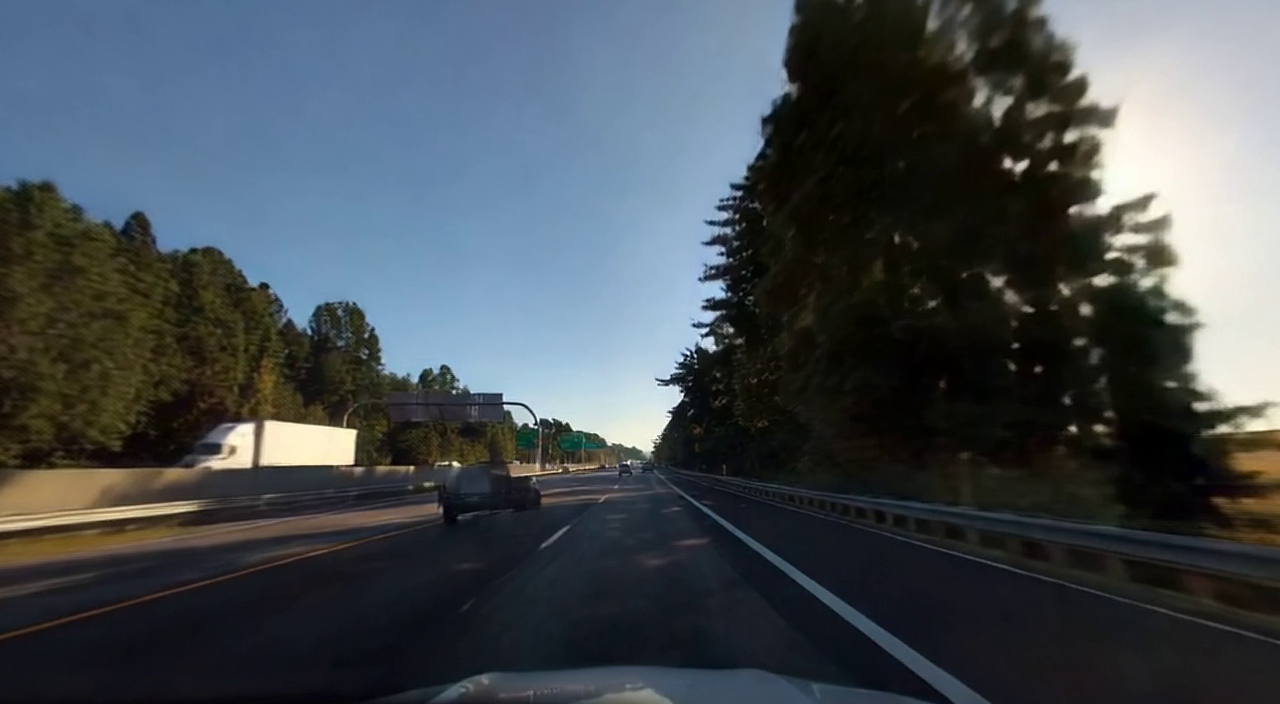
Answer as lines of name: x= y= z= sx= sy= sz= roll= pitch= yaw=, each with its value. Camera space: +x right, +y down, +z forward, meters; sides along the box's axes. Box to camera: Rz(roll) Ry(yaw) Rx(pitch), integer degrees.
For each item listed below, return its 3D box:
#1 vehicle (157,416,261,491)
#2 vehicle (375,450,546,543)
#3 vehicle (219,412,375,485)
vehicle: x=-23.040 y=5.468 z=33.846 sx=3.297 sy=3.790 sz=2.689 roll=0 pitch=-10 yaw=1
vehicle: x=-3.375 y=2.866 z=13.024 sx=2.039 sy=1.505 sz=4.843 roll=1 pitch=-10 yaw=1
vehicle: x=-22.860 y=6.870 z=43.628 sx=2.840 sy=4.164 sz=13.969 roll=1 pitch=-10 yaw=0
